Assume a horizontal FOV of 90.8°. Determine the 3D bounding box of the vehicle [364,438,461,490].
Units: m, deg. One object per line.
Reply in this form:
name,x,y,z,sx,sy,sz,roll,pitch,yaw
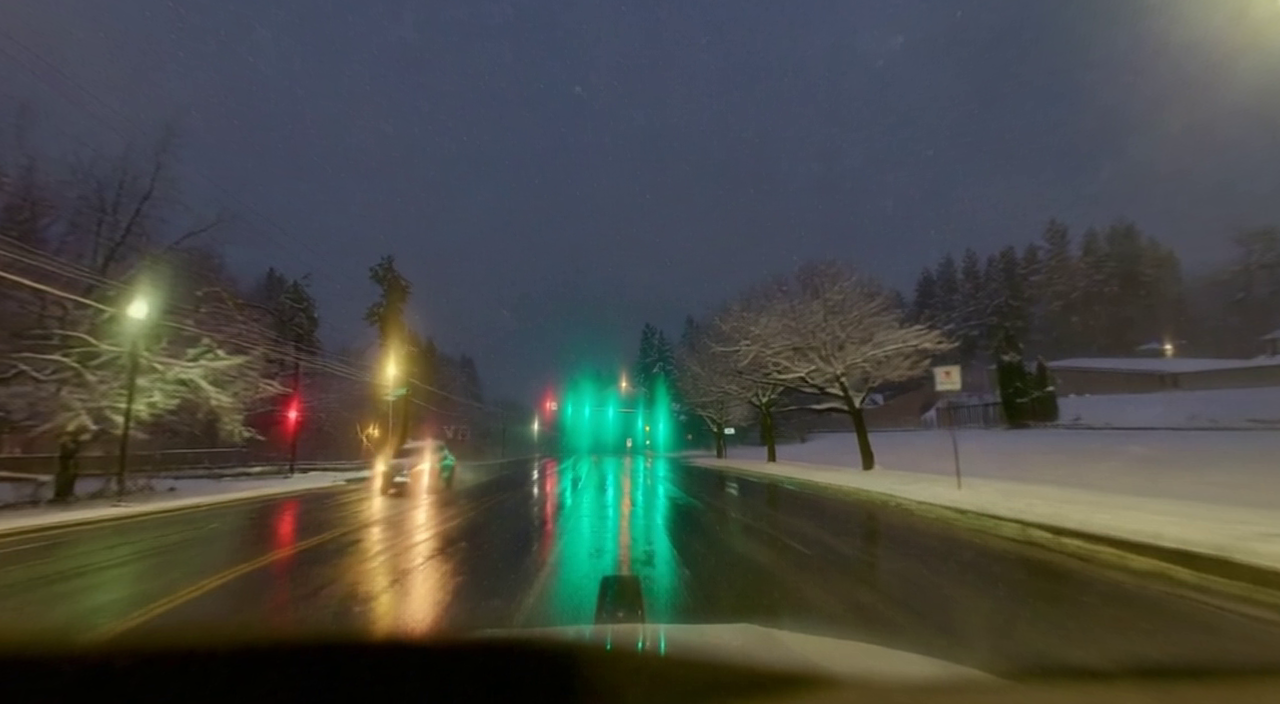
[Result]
vehicle,-8.559,4.231,24.247,2.175,1.796,4.605,0,-9,-3
